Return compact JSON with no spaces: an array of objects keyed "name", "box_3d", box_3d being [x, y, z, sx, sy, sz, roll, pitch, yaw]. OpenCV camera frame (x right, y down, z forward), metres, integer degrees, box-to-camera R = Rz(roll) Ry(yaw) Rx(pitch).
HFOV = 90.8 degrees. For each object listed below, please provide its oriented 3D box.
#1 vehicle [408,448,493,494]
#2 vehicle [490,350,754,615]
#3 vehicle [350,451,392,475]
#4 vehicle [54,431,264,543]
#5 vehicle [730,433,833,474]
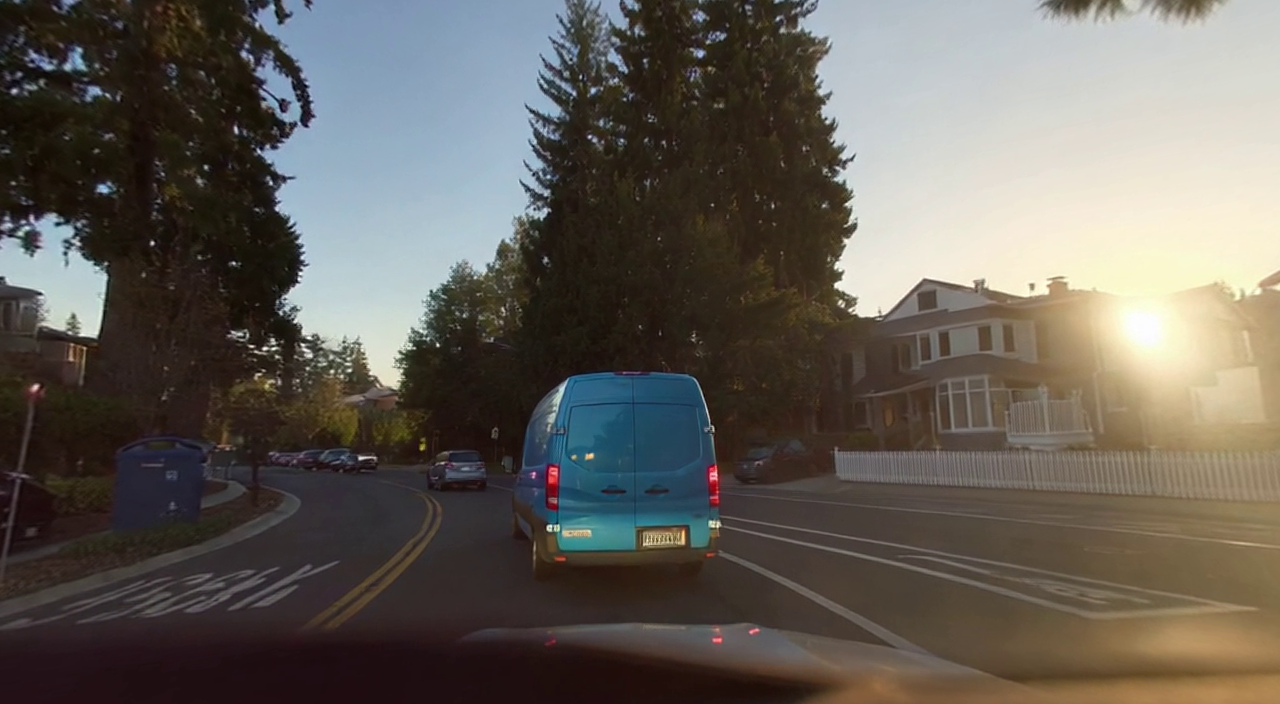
[{"name":"vehicle","box_3d":[-6.903,4.181,22.716,2.008,1.445,4.386,4,-10,-28]},{"name":"vehicle","box_3d":[-0.646,1.416,7.713,2.213,2.124,4.809,2,-9,-13]},{"name":"vehicle","box_3d":[-18.742,7.680,43.878,1.911,1.493,4.291,5,-10,-32]},{"name":"vehicle","box_3d":[-9.953,2.734,13.736,2.228,1.871,5.492,3,-9,-23]},{"name":"vehicle","box_3d":[6.614,4.675,29.395,4.559,1.754,1.985,5,-10,-32]}]
